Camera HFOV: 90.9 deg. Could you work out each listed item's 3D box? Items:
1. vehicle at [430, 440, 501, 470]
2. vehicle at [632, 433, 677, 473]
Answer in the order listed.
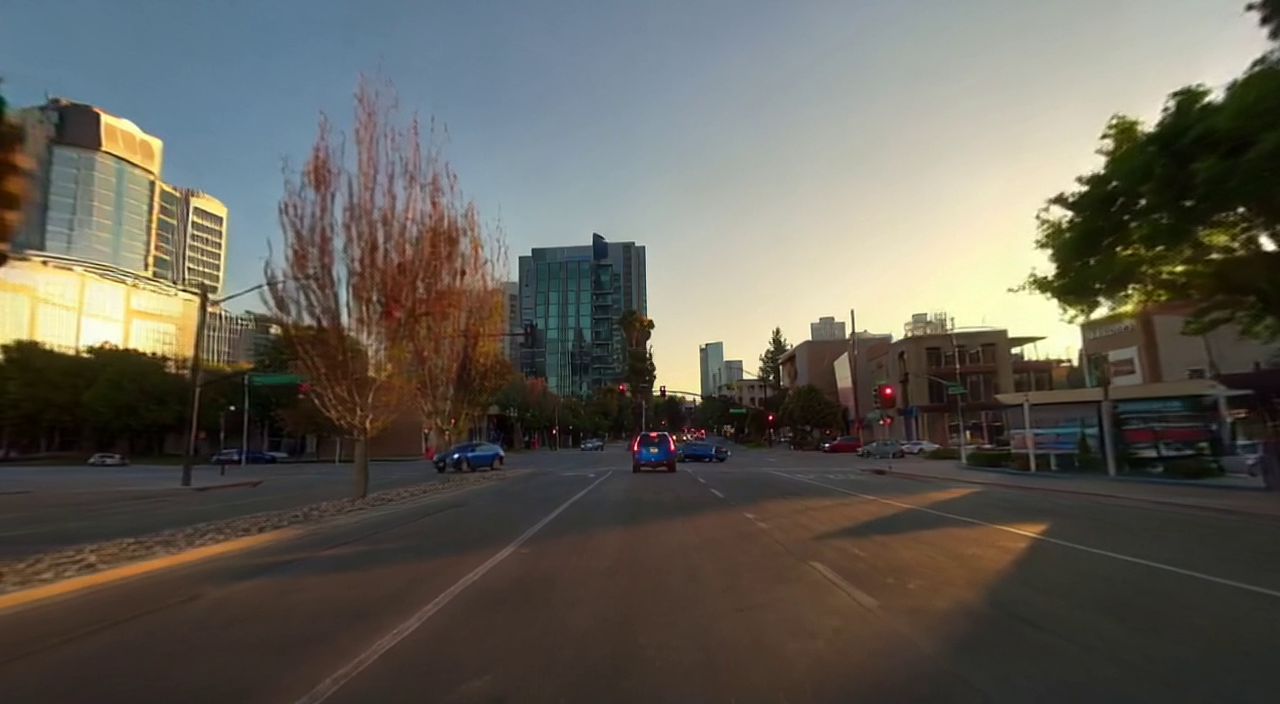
[{"bbox_3d":[-10.415,6.200,38.077,1.954,1.673,4.460,-3,-9,18],"label":"vehicle"},{"bbox_3d":[0.673,4.782,30.006,1.994,1.759,4.186,0,-8,1],"label":"vehicle"}]
